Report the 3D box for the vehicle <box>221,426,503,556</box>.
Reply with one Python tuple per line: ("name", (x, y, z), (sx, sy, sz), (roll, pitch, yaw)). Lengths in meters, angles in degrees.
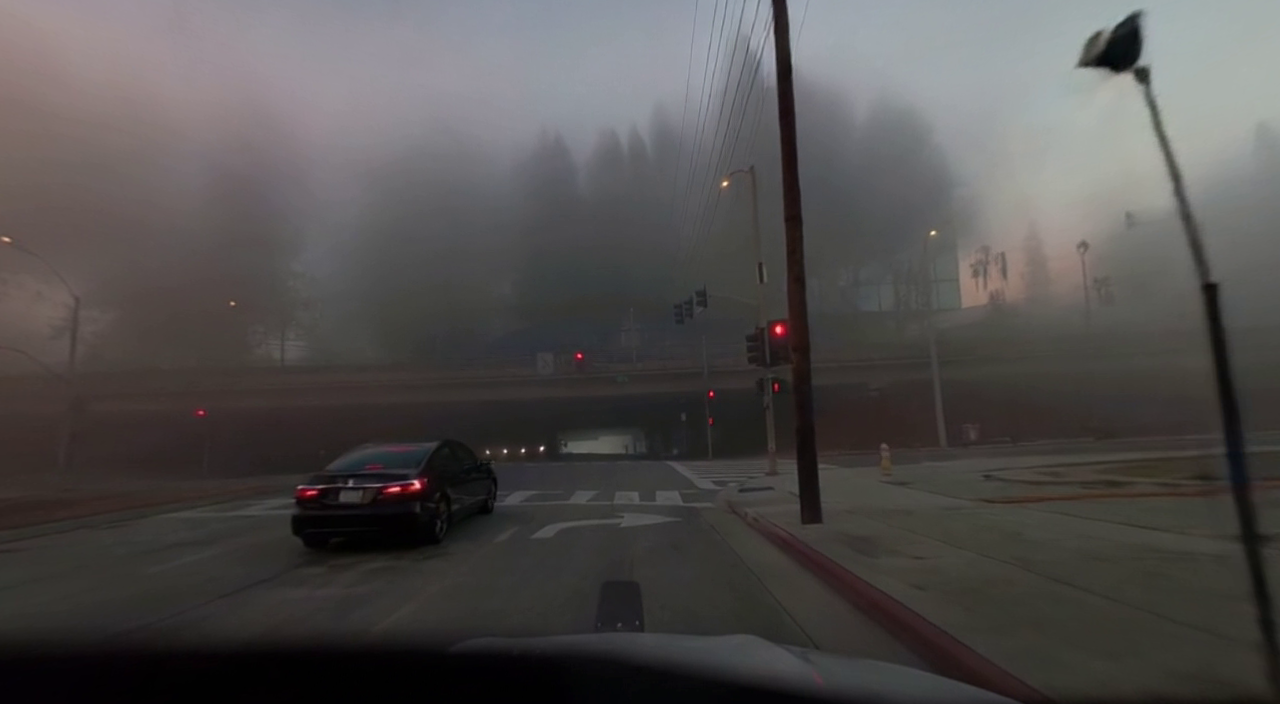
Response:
("vehicle", (-3.669, 1.906, 9.515), (2.154, 1.465, 4.532), (0, -8, 0))
